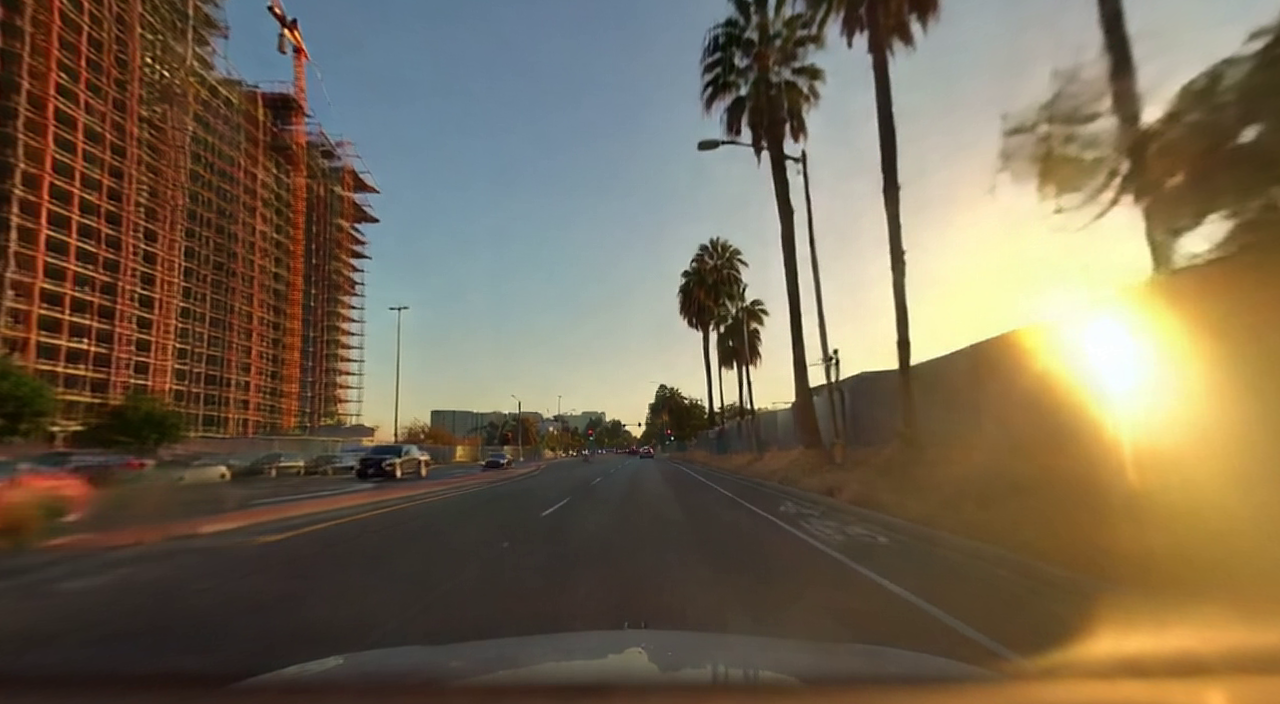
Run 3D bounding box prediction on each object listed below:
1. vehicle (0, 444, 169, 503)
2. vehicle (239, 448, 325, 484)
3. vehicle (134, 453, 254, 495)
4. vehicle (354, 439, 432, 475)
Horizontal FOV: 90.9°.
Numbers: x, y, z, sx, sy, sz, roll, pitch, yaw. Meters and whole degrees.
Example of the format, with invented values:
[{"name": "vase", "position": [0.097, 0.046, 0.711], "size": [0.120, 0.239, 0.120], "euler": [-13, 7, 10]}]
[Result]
[{"name": "vehicle", "position": [-19.551, 4.133, 22.009], "size": [2.378, 1.783, 4.912], "euler": [0, -8, 0]}, {"name": "vehicle", "position": [-19.332, 6.152, 34.359], "size": [1.985, 1.625, 4.749], "euler": [-2, -7, -1]}, {"name": "vehicle", "position": [-19.355, 5.269, 27.693], "size": [1.836, 1.418, 4.956], "euler": [-2, -7, -2]}, {"name": "vehicle", "position": [-16.104, 6.870, 41.581], "size": [2.601, 2.118, 6.071], "euler": [0, -8, 1]}]
